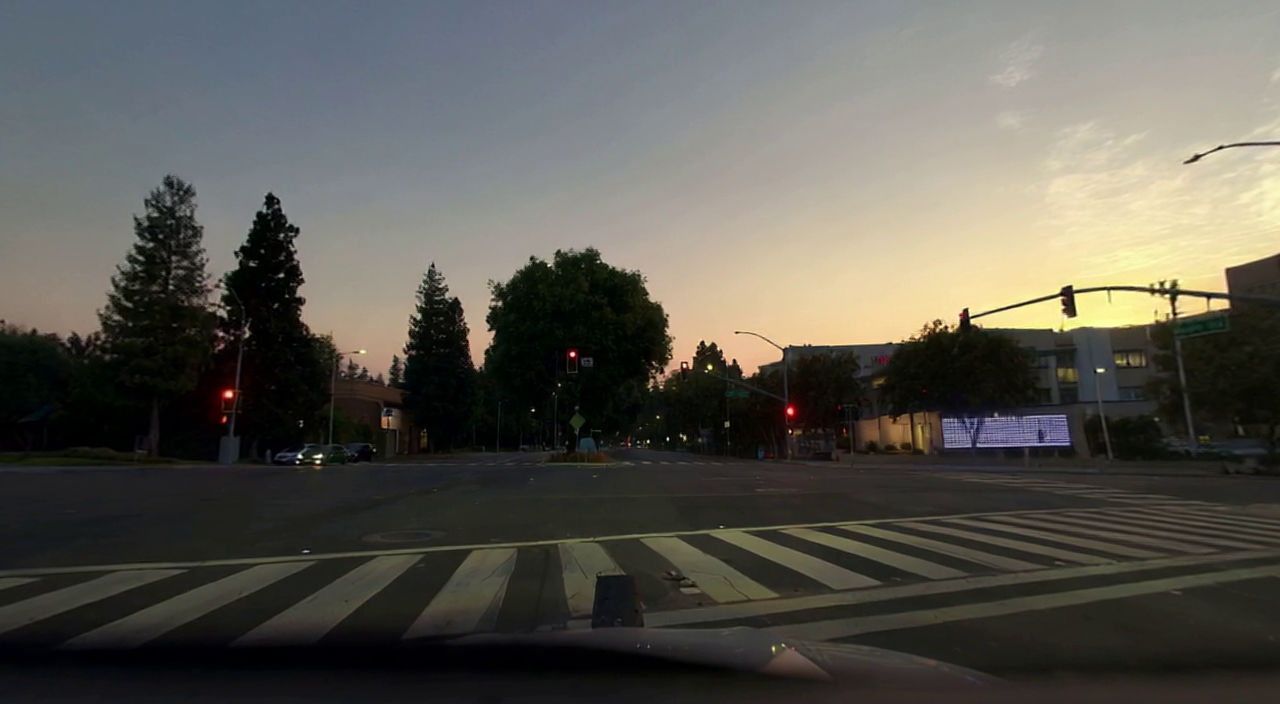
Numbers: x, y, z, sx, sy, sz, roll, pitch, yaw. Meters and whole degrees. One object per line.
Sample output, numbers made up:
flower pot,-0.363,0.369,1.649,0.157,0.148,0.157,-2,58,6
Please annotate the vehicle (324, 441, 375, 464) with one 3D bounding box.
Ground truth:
vehicle,-22.441,7.775,48.986,2.023,1.706,4.756,1,-9,-6

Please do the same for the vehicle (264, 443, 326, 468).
vehicle,-21.828,6.555,40.145,2.005,1.496,4.020,1,-9,-6
